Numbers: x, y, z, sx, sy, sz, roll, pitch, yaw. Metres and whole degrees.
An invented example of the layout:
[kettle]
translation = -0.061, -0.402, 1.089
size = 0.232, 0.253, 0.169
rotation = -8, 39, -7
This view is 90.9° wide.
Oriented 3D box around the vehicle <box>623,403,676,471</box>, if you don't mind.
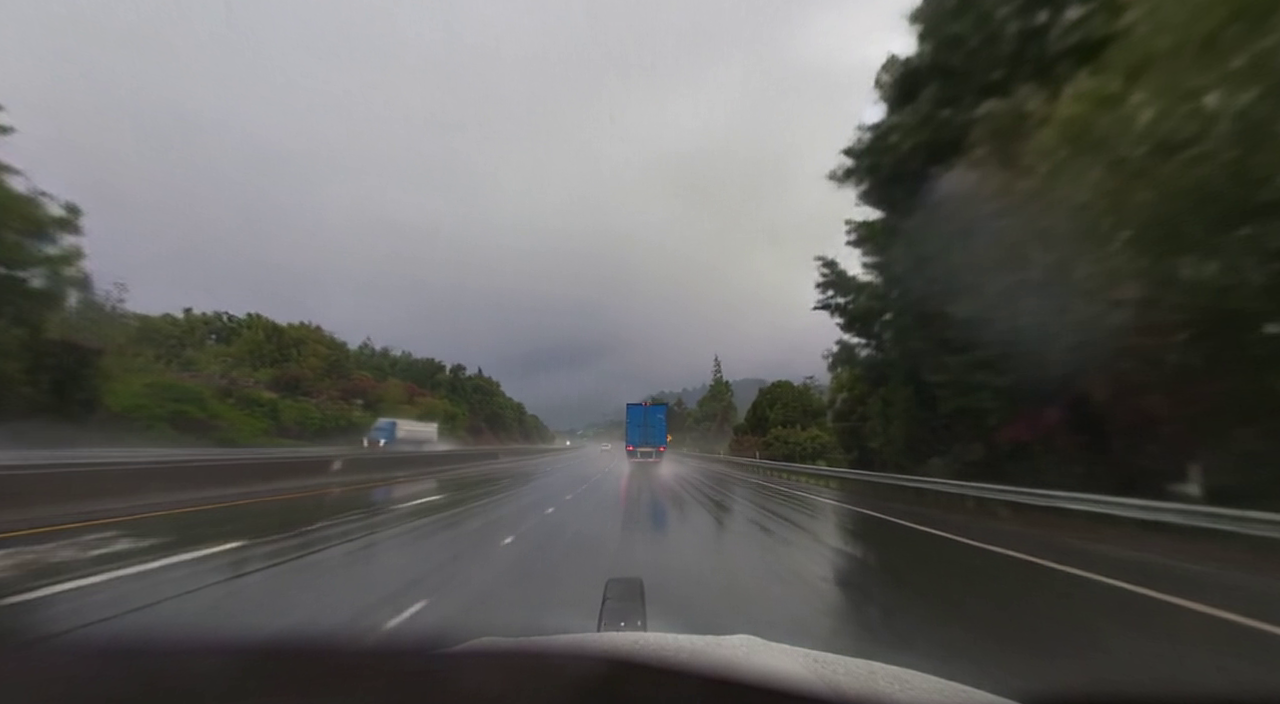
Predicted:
[vehicle]
translation = 0.402, 5.887, 42.784
size = 3.055, 4.009, 10.972
rotation = 0, -9, -2
